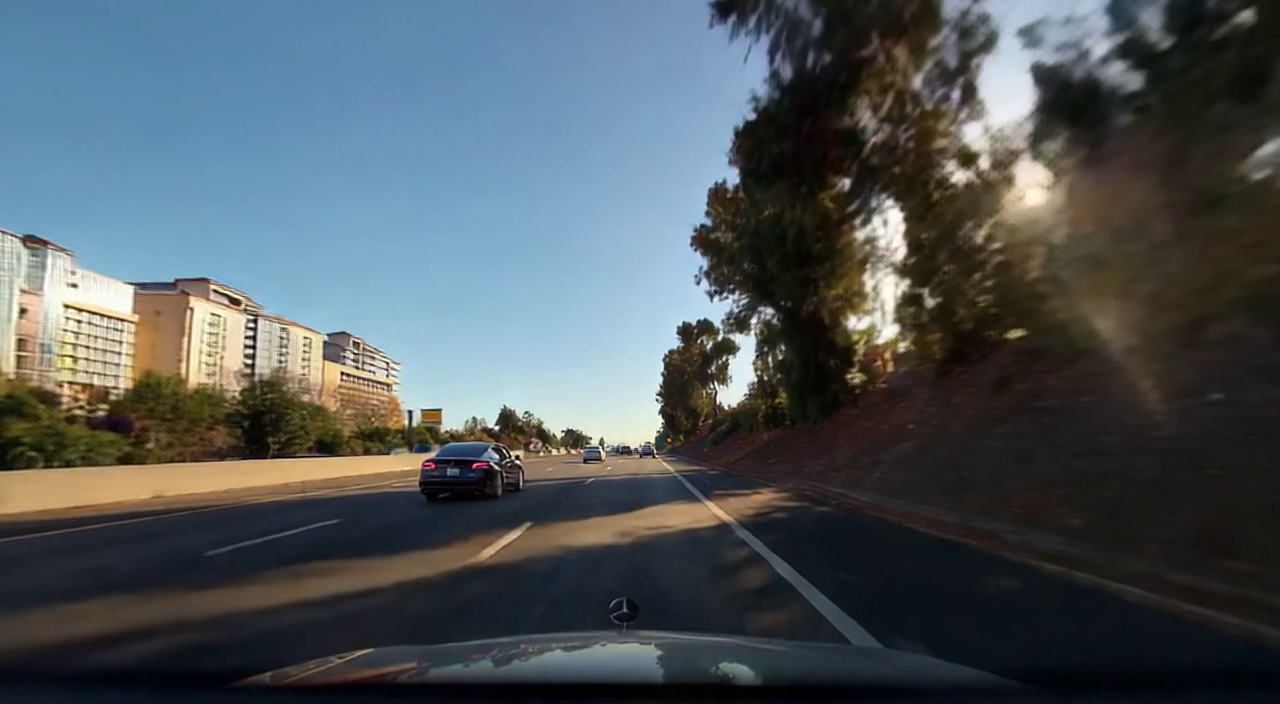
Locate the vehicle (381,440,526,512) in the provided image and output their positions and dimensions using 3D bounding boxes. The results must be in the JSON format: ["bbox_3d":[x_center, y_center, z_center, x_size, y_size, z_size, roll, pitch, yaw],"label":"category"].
[{"bbox_3d":[-4.254,2.888,15.249,2.083,1.471,4.350,0,-8,1],"label":"vehicle"}]

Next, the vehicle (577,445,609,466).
[{"bbox_3d":[-3.324,7.410,45.343,1.926,1.464,4.186,0,-8,1],"label":"vehicle"}]
